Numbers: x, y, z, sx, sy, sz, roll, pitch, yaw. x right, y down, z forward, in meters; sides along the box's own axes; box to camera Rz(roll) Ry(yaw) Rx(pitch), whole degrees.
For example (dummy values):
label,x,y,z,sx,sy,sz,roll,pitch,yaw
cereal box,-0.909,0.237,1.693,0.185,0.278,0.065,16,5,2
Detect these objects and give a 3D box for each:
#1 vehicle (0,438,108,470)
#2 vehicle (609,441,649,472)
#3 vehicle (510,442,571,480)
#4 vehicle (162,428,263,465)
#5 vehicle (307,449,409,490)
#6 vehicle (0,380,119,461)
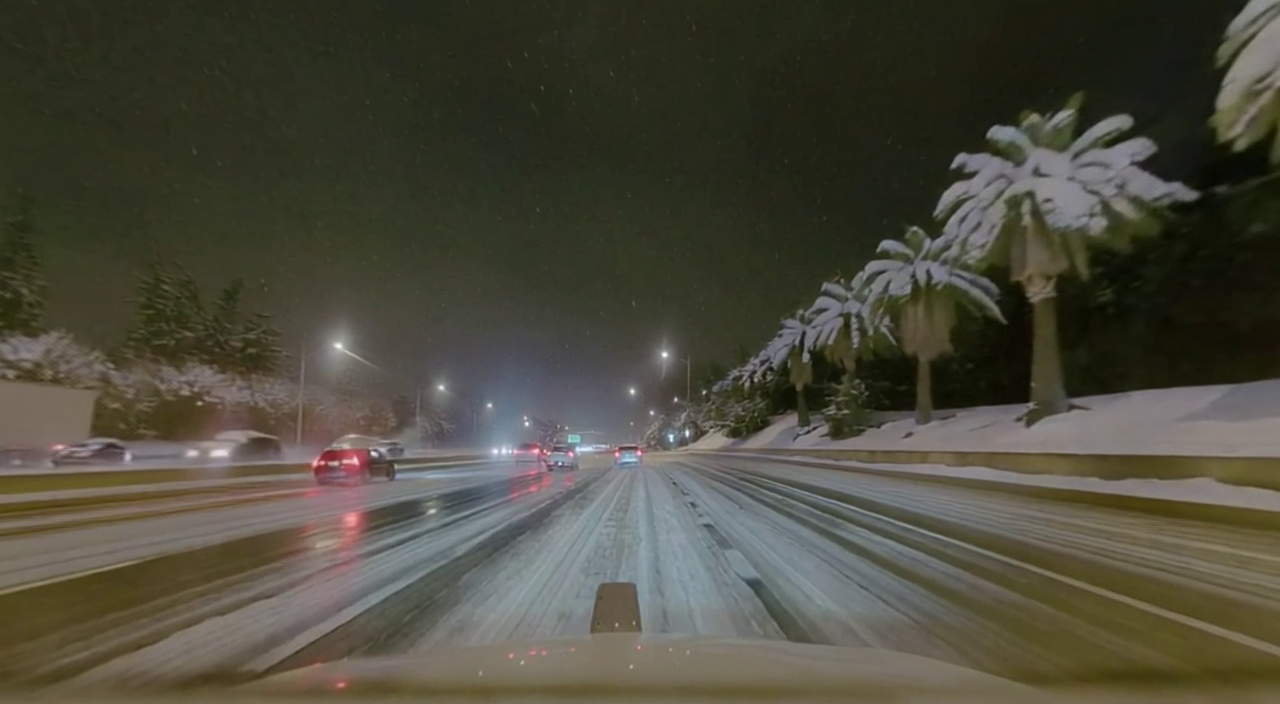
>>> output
label,x,y,z,sx,sy,sz,roll,pitch,yaw
vehicle,-28.993,4.973,30.991,1.846,1.427,4.505,0,-8,1
vehicle,-0.650,6.013,36.530,2.201,1.672,4.128,0,-8,-1
vehicle,-4.694,5.209,30.410,2.204,1.677,4.438,0,-8,0
vehicle,-17.920,3.994,26.702,1.774,1.453,3.552,0,-8,-1
vehicle,-11.381,4.760,25.946,1.946,1.473,4.763,0,-8,1
vehicle,-32.944,3.142,29.546,2.883,3.957,16.802,0,-9,0
